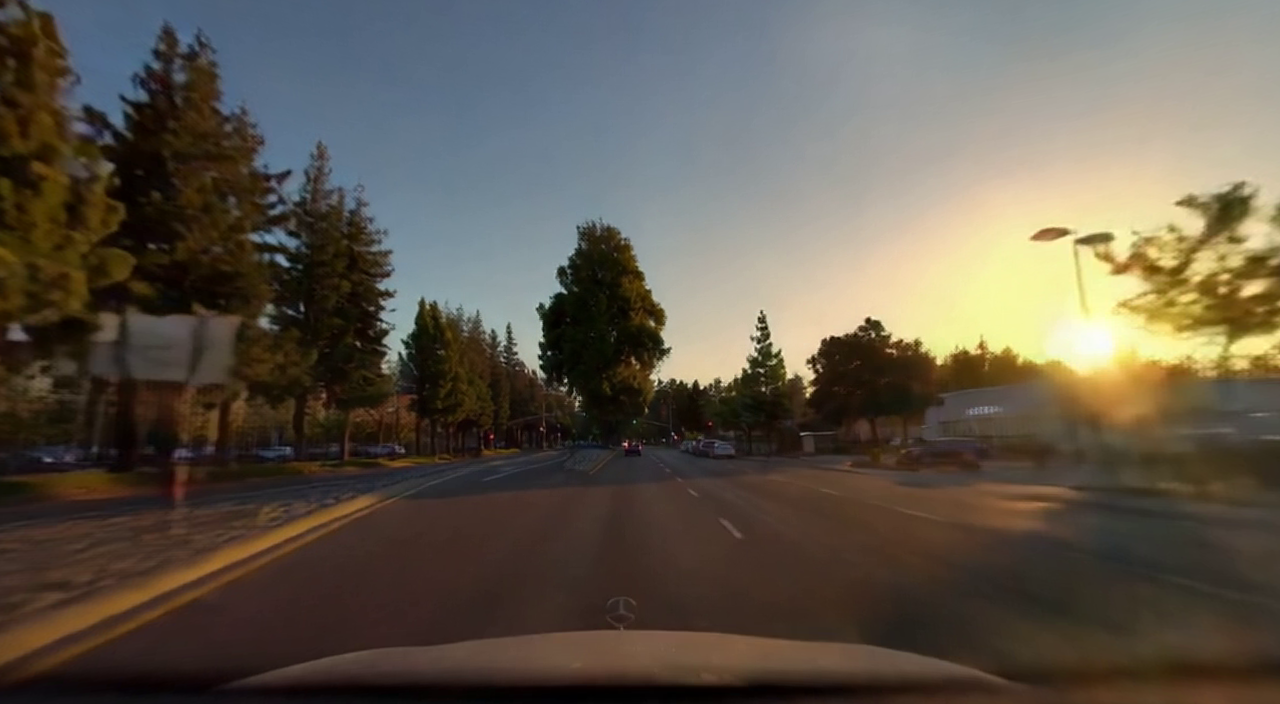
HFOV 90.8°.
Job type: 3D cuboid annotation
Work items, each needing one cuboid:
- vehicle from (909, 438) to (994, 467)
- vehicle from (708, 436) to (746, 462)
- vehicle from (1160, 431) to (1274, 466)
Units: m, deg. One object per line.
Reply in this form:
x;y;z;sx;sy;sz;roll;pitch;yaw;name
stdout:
17.775;5.746;36.101;3.923;1.575;1.882;2;-9;-12;vehicle
6.252;7.074;46.017;1.985;1.758;4.523;0;-9;-2;vehicle
30.928;5.200;33.938;4.454;1.778;2.070;1;-9;-10;vehicle
